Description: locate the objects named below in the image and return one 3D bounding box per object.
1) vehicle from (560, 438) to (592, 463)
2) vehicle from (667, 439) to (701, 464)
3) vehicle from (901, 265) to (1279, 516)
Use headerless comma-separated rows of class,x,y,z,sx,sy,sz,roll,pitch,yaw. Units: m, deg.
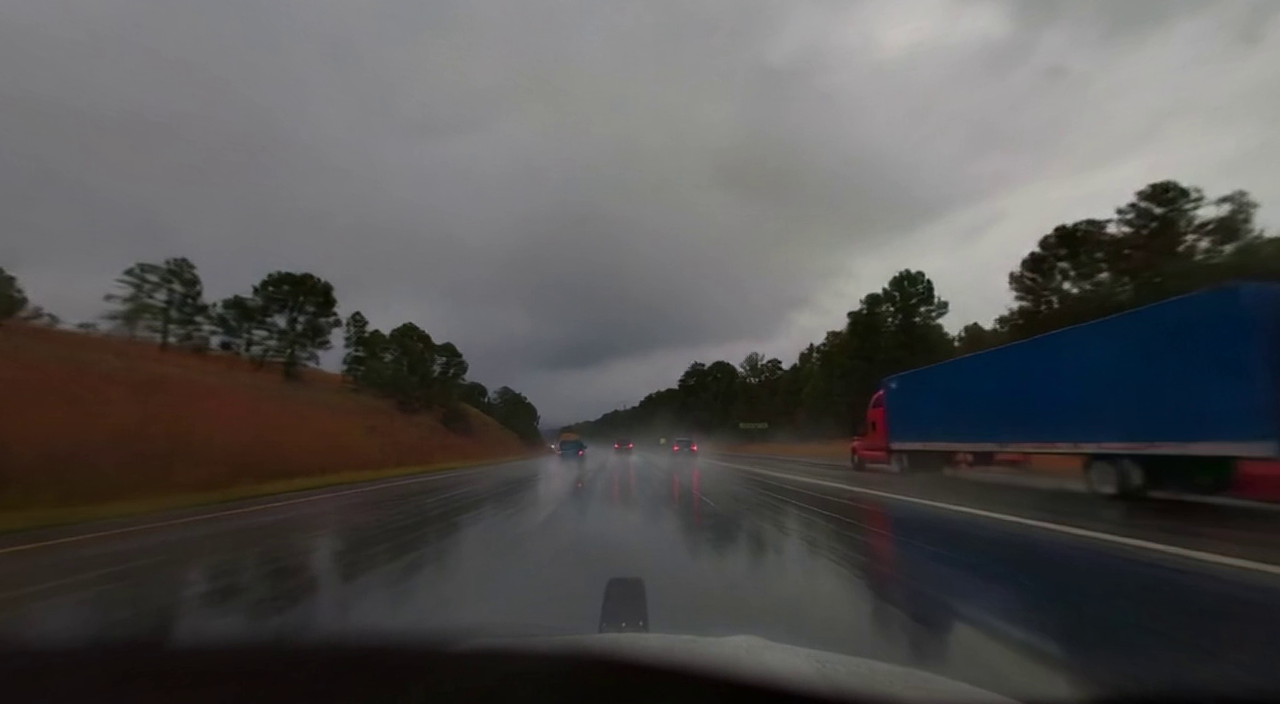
vehicle,-4.943,7.665,49.256,2.120,1.855,4.619,0,-8,-1
vehicle,3.187,7.243,46.225,1.995,1.712,4.206,0,-8,-3
vehicle,11.901,1.440,15.982,2.953,4.129,16.568,0,-8,-2
